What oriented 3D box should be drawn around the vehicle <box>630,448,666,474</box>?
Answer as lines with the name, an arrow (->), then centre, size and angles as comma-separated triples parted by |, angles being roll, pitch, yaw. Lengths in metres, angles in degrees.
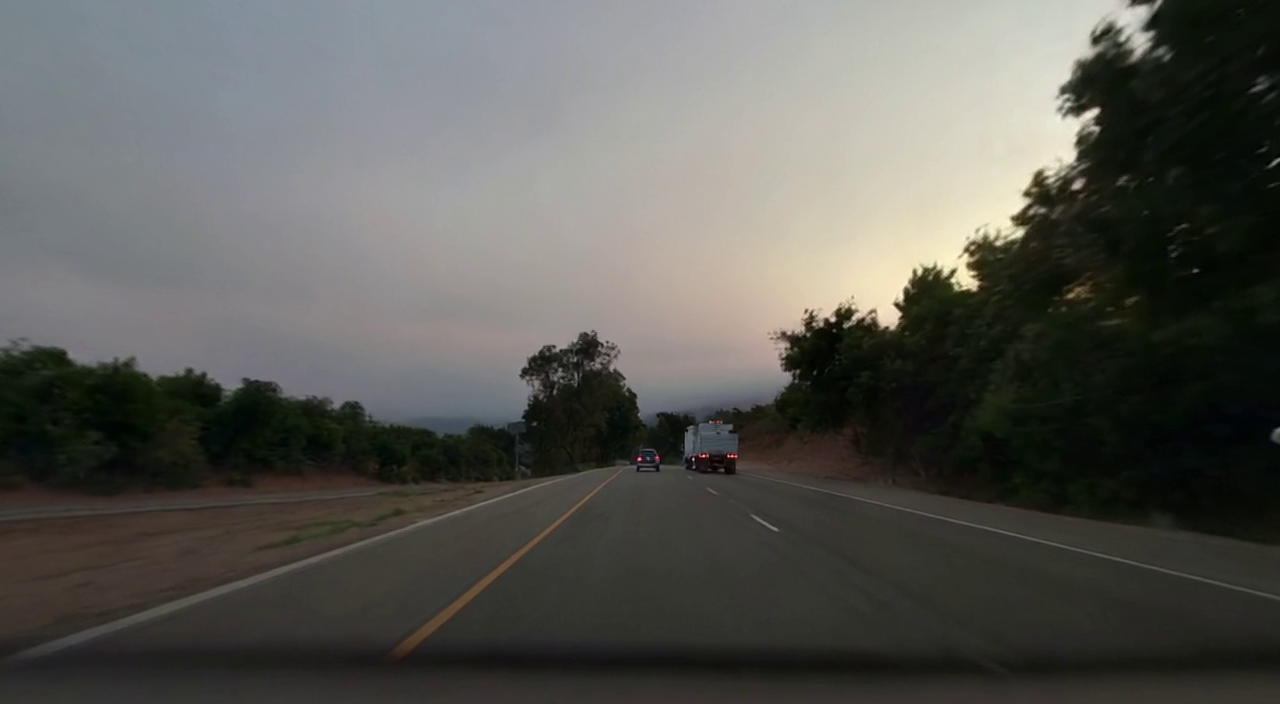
vehicle -> 0.495, 6.926, 40.085 | 2.170, 1.544, 4.373 | 0, -9, 1

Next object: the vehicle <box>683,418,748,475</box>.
vehicle -> 4.560, 5.957, 39.619 | 3.015, 3.211, 7.982 | 0, -9, -1
